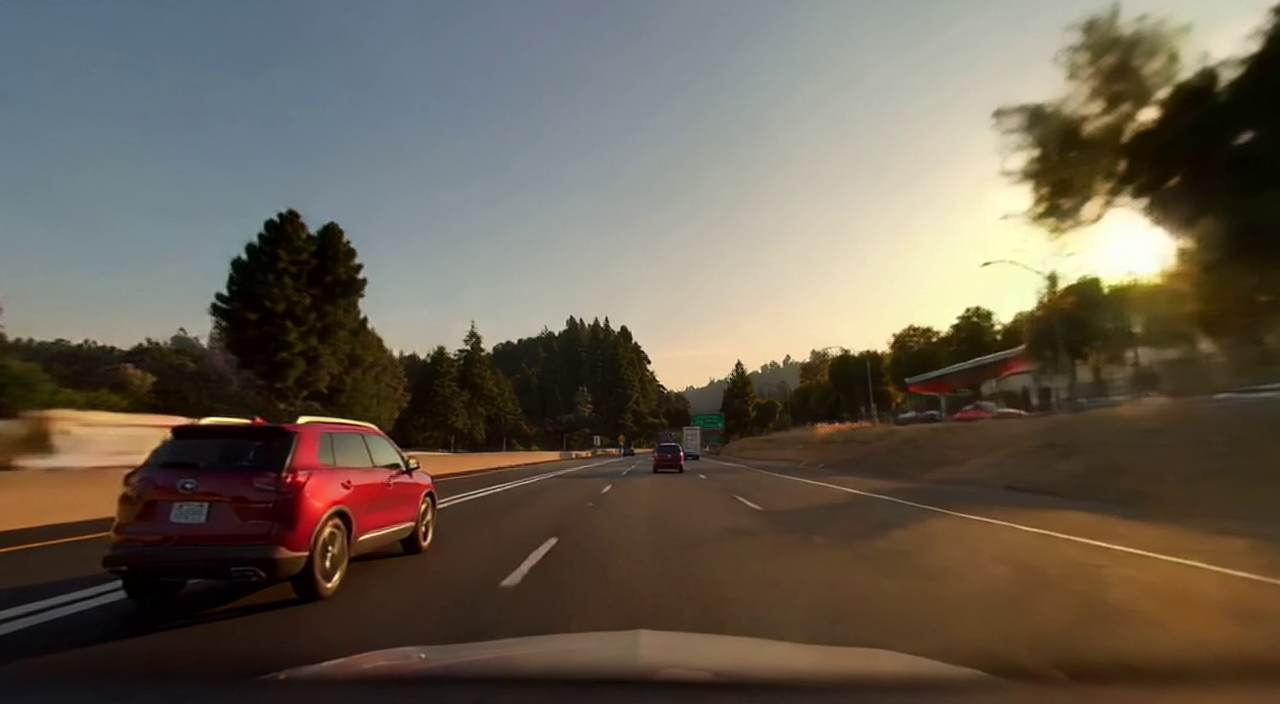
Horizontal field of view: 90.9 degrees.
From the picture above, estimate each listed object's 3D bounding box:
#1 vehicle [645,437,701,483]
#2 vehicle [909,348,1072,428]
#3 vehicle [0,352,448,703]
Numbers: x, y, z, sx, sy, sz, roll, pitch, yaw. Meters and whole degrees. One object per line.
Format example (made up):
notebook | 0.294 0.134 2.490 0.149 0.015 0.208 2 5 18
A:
vehicle | 1.256 4.390 25.867 2.087 1.682 4.388 0 -9 0
vehicle | 25.146 3.219 47.175 3.528 4.387 16.822 -1 -9 4
vehicle | -3.461 1.253 5.338 2.139 1.804 4.611 0 -9 1
